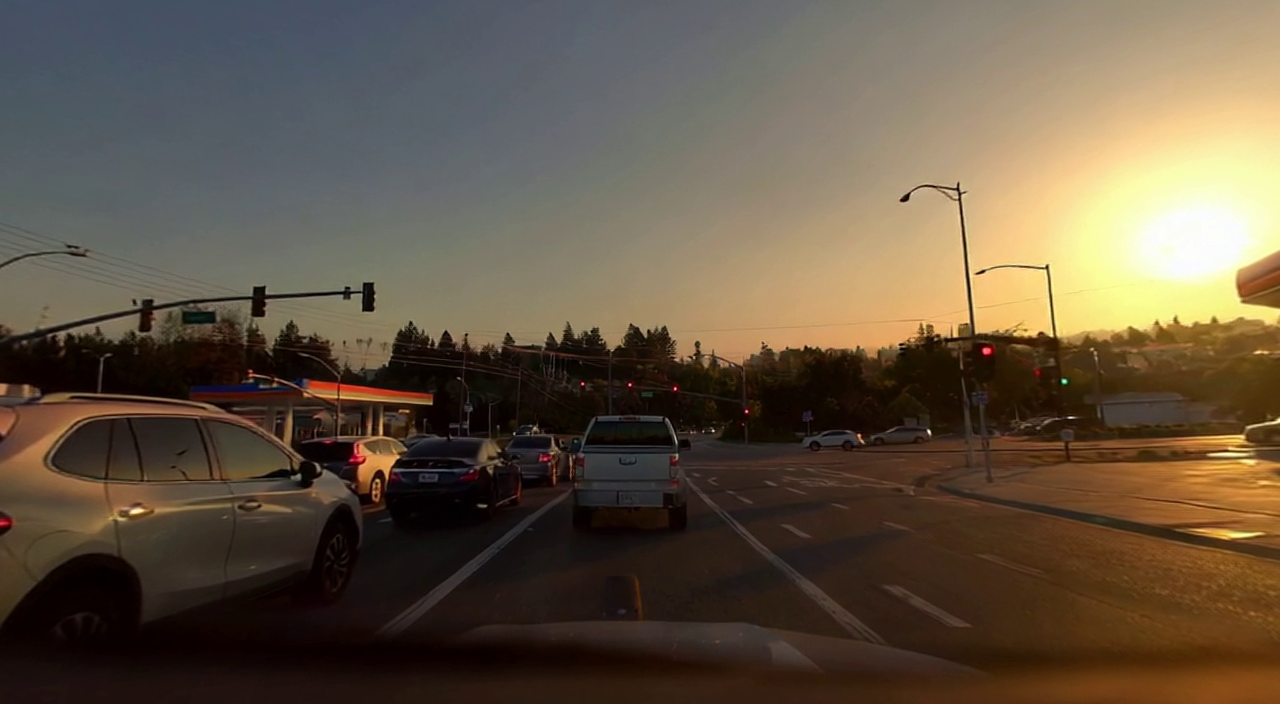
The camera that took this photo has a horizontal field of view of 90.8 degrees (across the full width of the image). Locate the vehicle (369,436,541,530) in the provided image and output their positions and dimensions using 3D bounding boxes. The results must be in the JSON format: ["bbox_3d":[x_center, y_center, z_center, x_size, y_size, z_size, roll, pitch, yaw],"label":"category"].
[{"bbox_3d":[-3.158,2.309,11.754,1.881,1.424,4.098,0,-8,1],"label":"vehicle"}]

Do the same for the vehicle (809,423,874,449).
[{"bbox_3d":[14.290,5.980,44.739,4.548,1.730,2.013,6,-10,-35],"label":"vehicle"}]

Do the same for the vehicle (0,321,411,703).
[{"bbox_3d":[-3.312,1.020,3.987,2.096,1.718,4.266,0,-8,0],"label":"vehicle"}]

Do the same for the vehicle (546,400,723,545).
[{"bbox_3d":[-0.089,1.888,10.547,2.224,1.819,5.005,0,-8,-1],"label":"vehicle"}]
